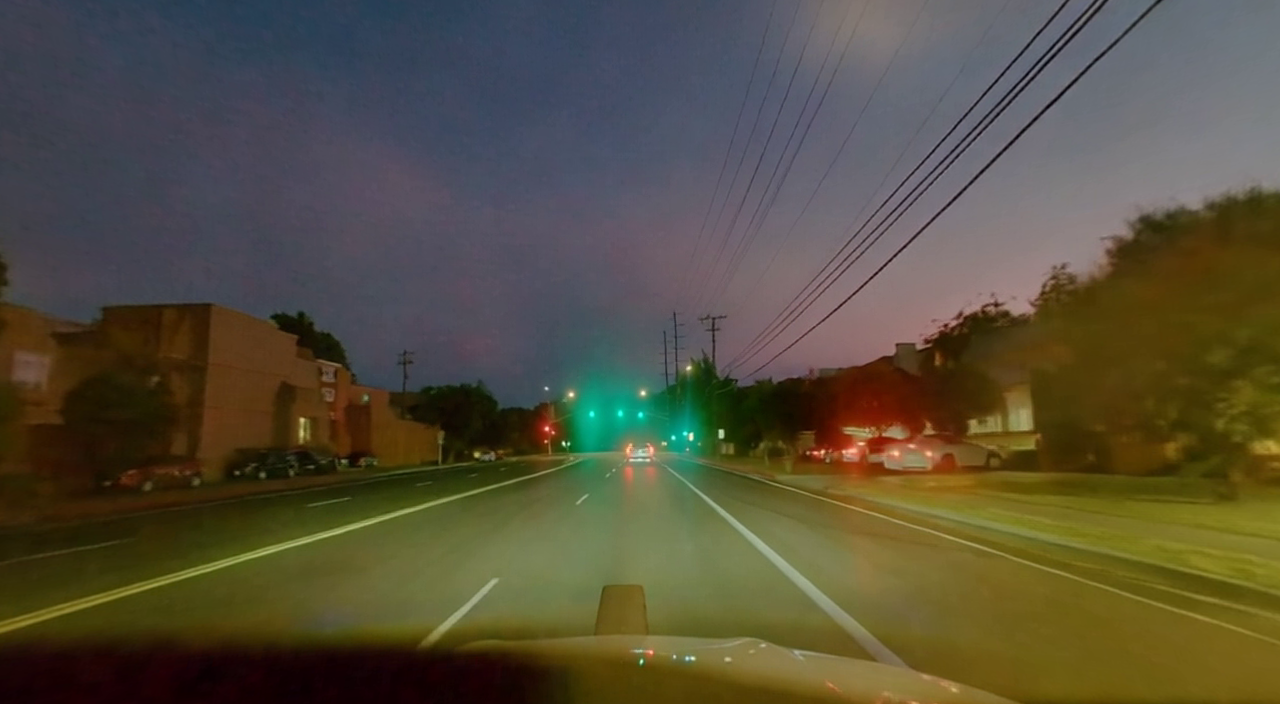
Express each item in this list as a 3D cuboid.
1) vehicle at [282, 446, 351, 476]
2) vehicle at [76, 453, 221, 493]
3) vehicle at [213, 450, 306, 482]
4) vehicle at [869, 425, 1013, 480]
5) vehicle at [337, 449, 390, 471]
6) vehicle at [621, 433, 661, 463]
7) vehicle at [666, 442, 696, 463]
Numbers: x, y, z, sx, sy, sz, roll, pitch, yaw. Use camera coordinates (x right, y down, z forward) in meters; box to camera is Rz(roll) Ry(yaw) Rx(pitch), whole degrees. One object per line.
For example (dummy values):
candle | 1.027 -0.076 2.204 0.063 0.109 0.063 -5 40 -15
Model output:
vehicle | -20.282 6.827 39.756 1.973 1.700 4.475 0 -8 -1
vehicle | -20.414 5.013 26.512 2.178 1.484 4.726 0 -9 2
vehicle | -20.117 6.024 33.585 2.050 1.501 4.588 0 -9 1
vehicle | 11.544 3.884 24.482 4.305 1.997 2.453 0 -9 -1
vehicle | -20.455 7.958 46.814 1.865 1.506 4.706 0 -8 -1
vehicle | 0.030 7.037 46.220 2.769 2.087 5.130 0 -8 -1
vehicle | 3.061 7.590 47.880 2.002 1.511 4.124 0 -8 -1
